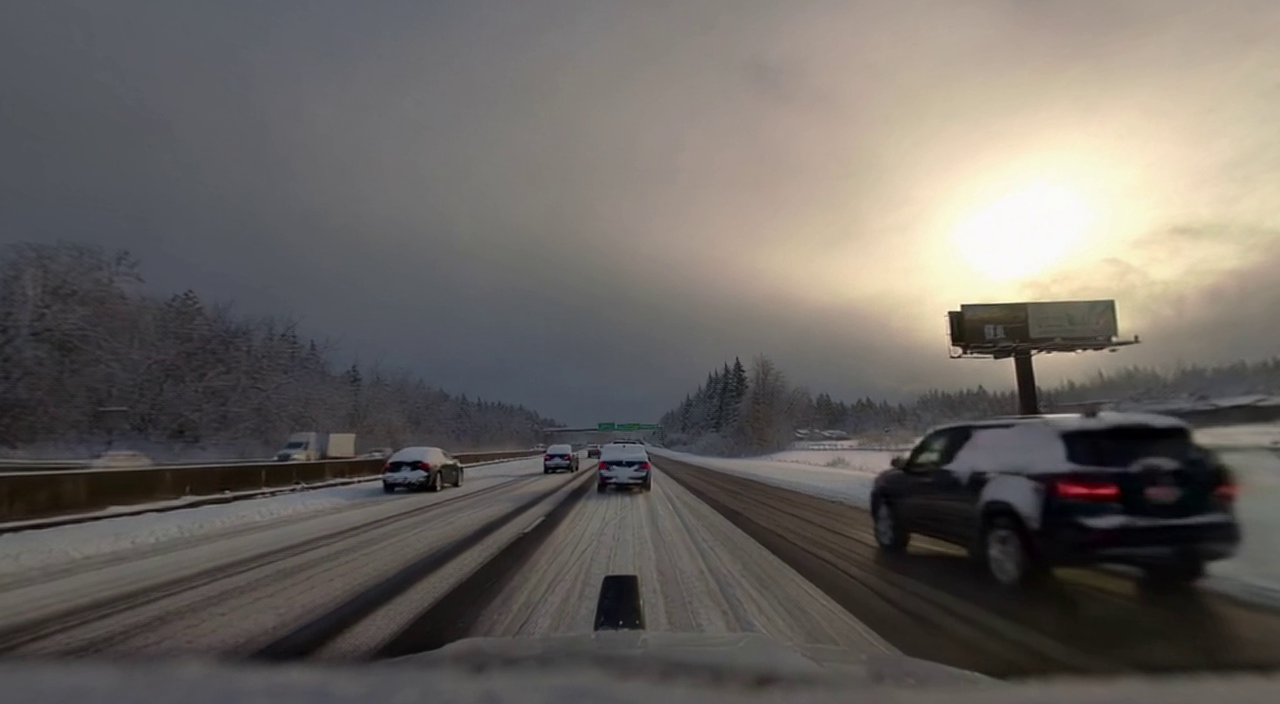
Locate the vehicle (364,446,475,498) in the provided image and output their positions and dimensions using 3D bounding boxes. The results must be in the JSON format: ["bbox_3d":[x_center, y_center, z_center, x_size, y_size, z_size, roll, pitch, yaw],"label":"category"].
[{"bbox_3d":[-7.036,3.851,20.711,1.892,1.468,4.792,0,-9,0],"label":"vehicle"}]

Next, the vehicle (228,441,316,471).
[{"bbox_3d":[-22.970,6.508,39.595,2.220,1.730,5.503,0,-9,0],"label":"vehicle"}]

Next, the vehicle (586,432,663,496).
[{"bbox_3d":[-0.437,3.472,19.895,2.127,1.749,4.776,0,-9,0],"label":"vehicle"}]

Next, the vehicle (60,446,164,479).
[{"bbox_3d":[-26.650,5.574,31.988,1.795,1.541,4.027,0,-9,-1],"label":"vehicle"}]

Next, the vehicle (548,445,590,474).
[{"bbox_3d":[-3.896,5.976,35.316,1.889,1.522,4.465,0,-9,-1],"label":"vehicle"}]

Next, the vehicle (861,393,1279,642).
[{"bbox_3d":[4.147,1.476,6.649,1.925,1.716,4.378,0,-9,-1],"label":"vehicle"}]

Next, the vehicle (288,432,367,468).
[{"bbox_3d":[-22.832,7.222,46.379,2.547,2.468,6.237,0,-9,0],"label":"vehicle"}]
